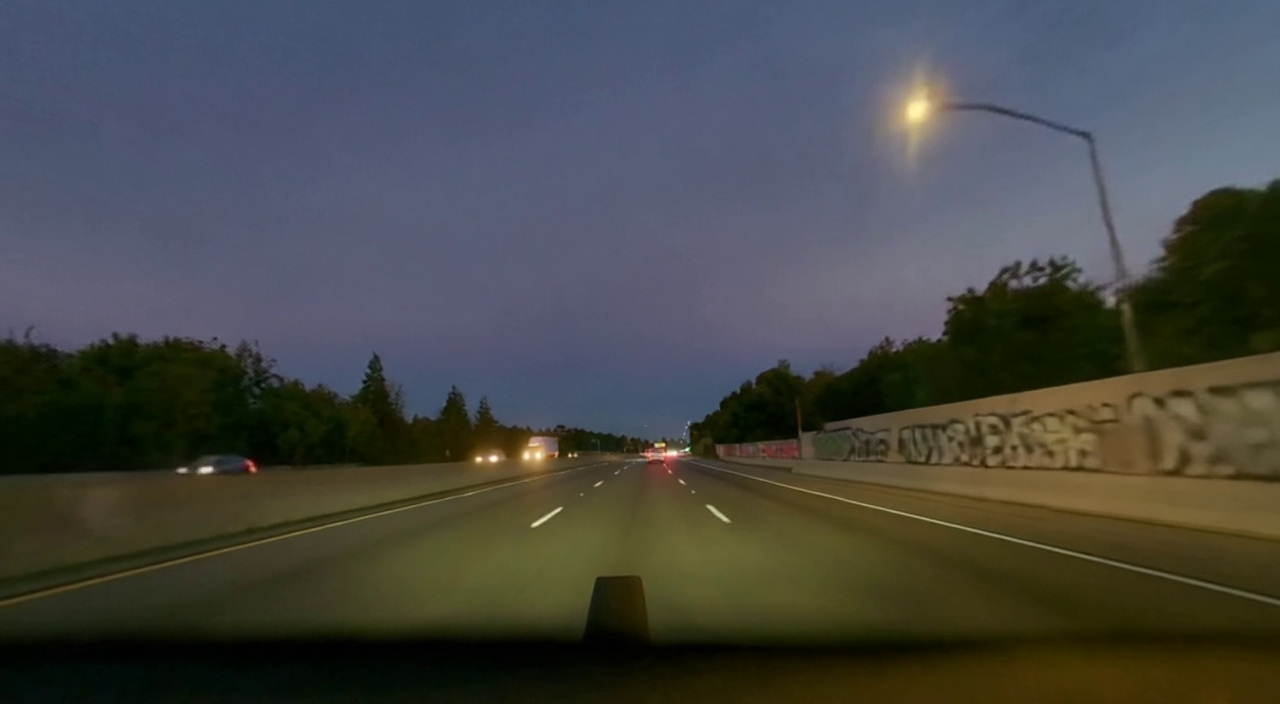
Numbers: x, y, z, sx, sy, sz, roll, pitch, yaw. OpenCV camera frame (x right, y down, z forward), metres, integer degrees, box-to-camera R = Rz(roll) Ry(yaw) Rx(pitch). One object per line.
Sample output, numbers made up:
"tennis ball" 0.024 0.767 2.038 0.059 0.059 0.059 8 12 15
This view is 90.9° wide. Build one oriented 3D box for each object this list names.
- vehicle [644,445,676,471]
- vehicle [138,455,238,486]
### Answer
"vehicle" 1.538 8.393 49.850 2.279 1.934 4.268 0 -9 -1
"vehicle" -23.452 6.144 32.938 1.807 1.439 4.372 -1 -9 3
